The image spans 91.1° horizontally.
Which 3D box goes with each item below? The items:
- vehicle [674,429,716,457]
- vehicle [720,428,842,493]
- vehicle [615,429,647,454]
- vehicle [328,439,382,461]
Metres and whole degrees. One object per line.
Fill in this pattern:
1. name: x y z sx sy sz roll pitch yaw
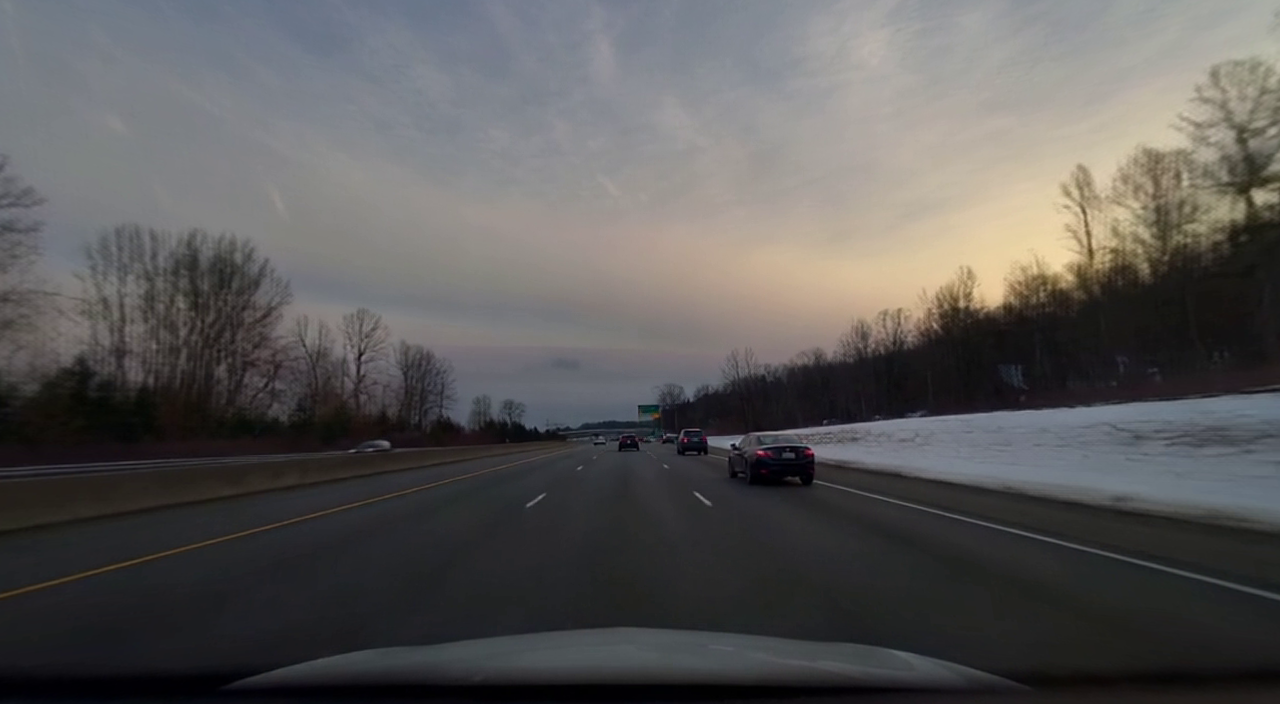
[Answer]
1. vehicle: 3.404 5.708 39.553 2.098 1.677 4.275 0 -8 -2
2. vehicle: 3.542 2.814 16.808 2.056 1.479 4.660 0 -8 -2
3. vehicle: -0.647 6.369 44.746 2.182 1.680 4.253 0 -8 -1
4. vehicle: -21.122 7.246 46.830 1.905 1.558 4.454 0 -8 0
